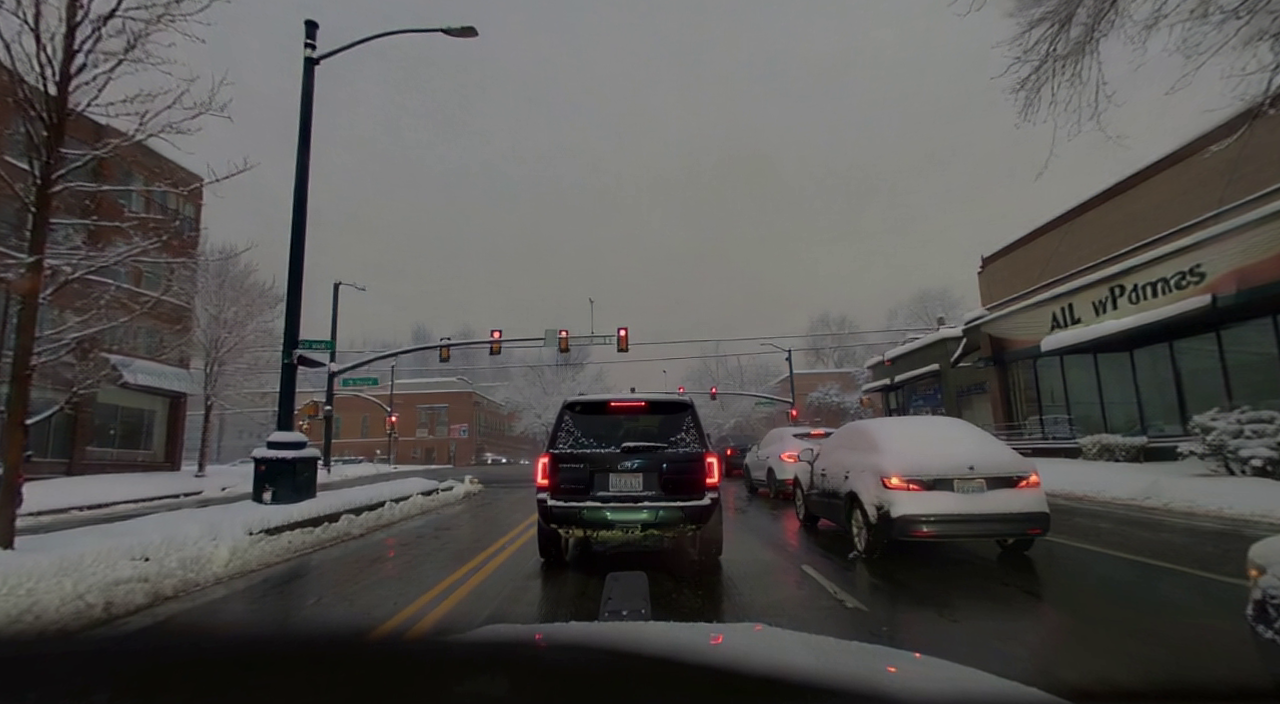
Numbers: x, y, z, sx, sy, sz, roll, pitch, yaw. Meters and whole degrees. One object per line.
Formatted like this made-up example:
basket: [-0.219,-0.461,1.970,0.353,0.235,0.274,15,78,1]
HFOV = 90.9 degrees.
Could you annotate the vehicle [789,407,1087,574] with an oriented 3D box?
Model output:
vehicle: [3.619,1.761,8.796,2.036,1.719,4.318,0,-8,0]

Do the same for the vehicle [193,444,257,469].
vehicle: [-27.439,6.873,41.858,1.693,1.563,3.716,0,-8,0]

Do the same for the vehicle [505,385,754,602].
vehicle: [-0.003,1.535,7.684,2.154,1.861,4.280,0,-8,3]

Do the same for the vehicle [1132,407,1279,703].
vehicle: [3.368,0.720,0.785,1.884,1.484,4.609,0,-8,2]
